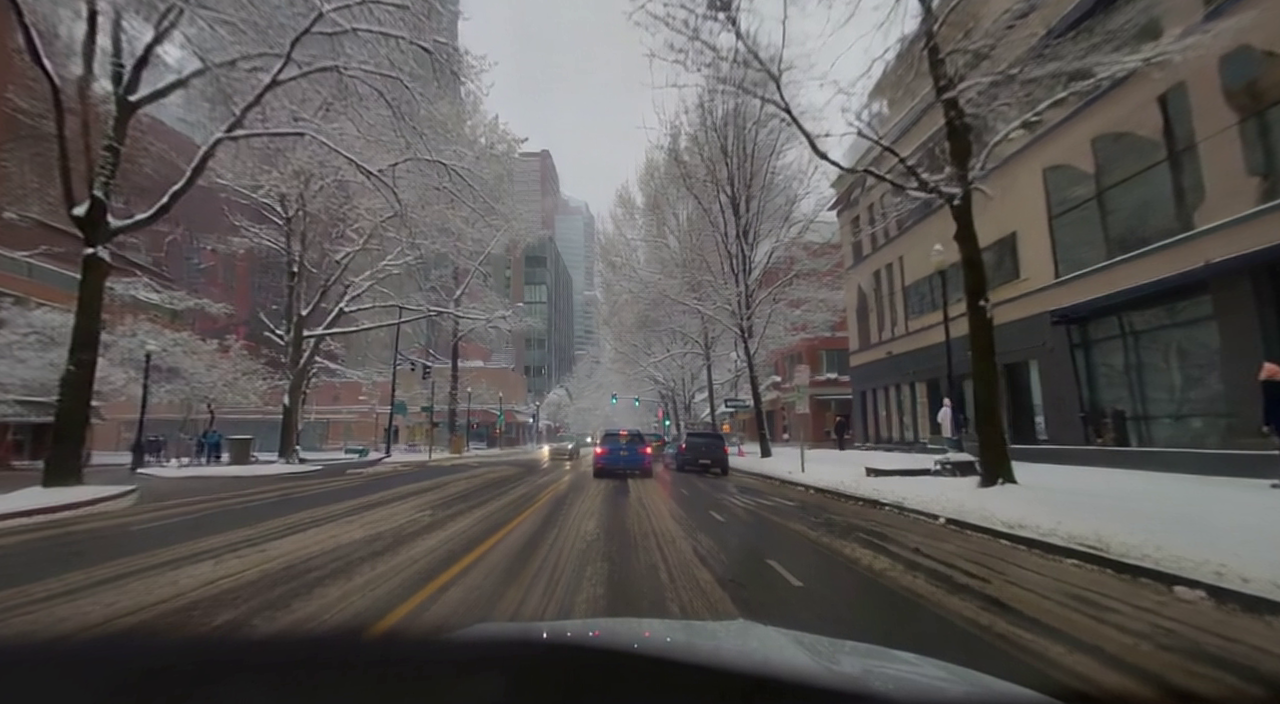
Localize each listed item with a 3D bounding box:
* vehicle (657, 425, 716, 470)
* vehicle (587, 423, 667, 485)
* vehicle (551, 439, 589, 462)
[{"bbox_3d":[2.137,4.549,30.239,2.147,1.968,4.478,1,-8,-5],"label":"vehicle"},{"bbox_3d":[-0.427,3.170,19.871,2.274,1.736,4.083,0,-8,-2],"label":"vehicle"},{"bbox_3d":[-4.590,6.533,41.922,2.096,1.415,4.515,0,-8,-1],"label":"vehicle"}]
